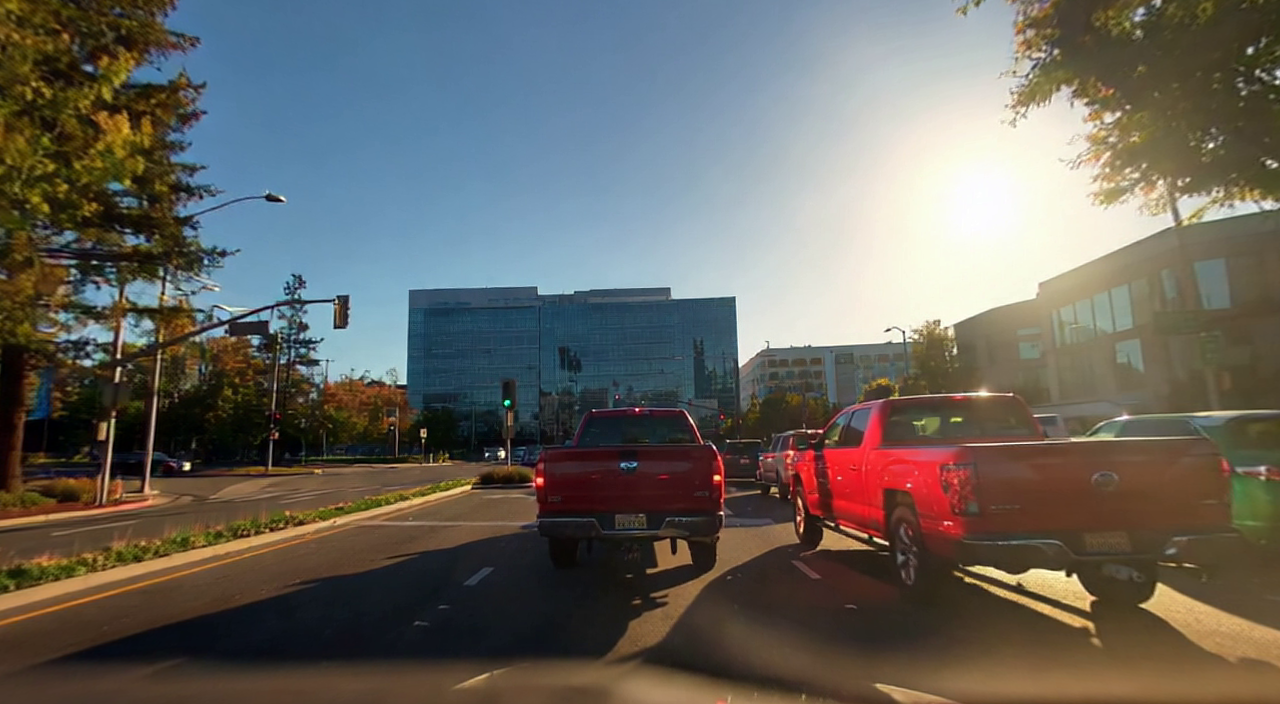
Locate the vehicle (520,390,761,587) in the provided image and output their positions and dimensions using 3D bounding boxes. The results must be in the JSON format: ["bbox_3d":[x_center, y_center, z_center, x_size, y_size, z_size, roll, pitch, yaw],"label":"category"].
[{"bbox_3d":[-0.052,1.643,8.474,2.240,1.821,5.001,0,-9,-1],"label":"vehicle"}]

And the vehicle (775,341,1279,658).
[{"bbox_3d":[3.331,1.314,6.804,2.412,1.953,5.682,0,-9,-1],"label":"vehicle"}]

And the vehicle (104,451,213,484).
[{"bbox_3d":[-26.398,6.322,34.852,4.437,1.669,1.936,5,-10,-30],"label":"vehicle"}]
